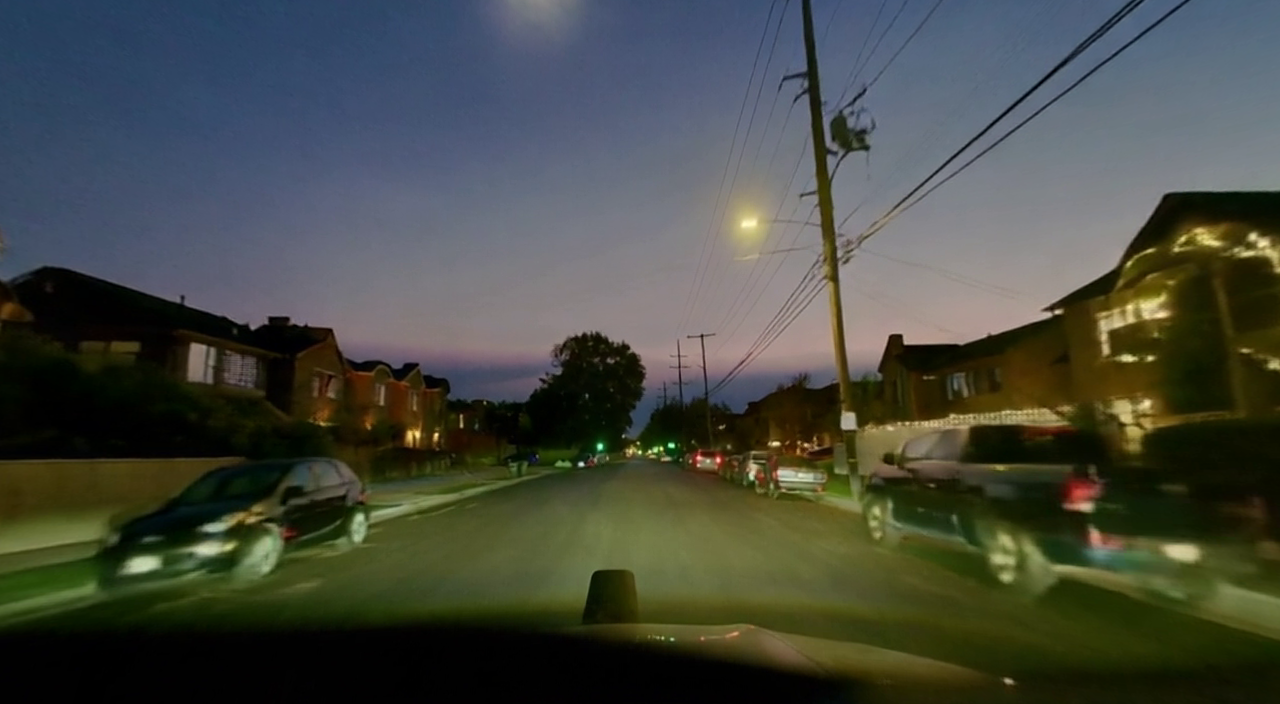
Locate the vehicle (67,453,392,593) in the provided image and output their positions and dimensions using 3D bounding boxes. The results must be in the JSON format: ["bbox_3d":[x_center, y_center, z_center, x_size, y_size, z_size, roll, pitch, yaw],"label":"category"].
[{"bbox_3d":[-5.421,2.256,9.213,1.856,1.499,4.216,0,-9,1],"label":"vehicle"}]

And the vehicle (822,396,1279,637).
[{"bbox_3d":[4.542,1.766,8.142,2.462,1.894,6.076,0,-9,-1],"label":"vehicle"}]

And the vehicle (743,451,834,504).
[{"bbox_3d":[4.662,3.976,20.512,1.859,1.469,4.550,0,-9,0],"label":"vehicle"}]
